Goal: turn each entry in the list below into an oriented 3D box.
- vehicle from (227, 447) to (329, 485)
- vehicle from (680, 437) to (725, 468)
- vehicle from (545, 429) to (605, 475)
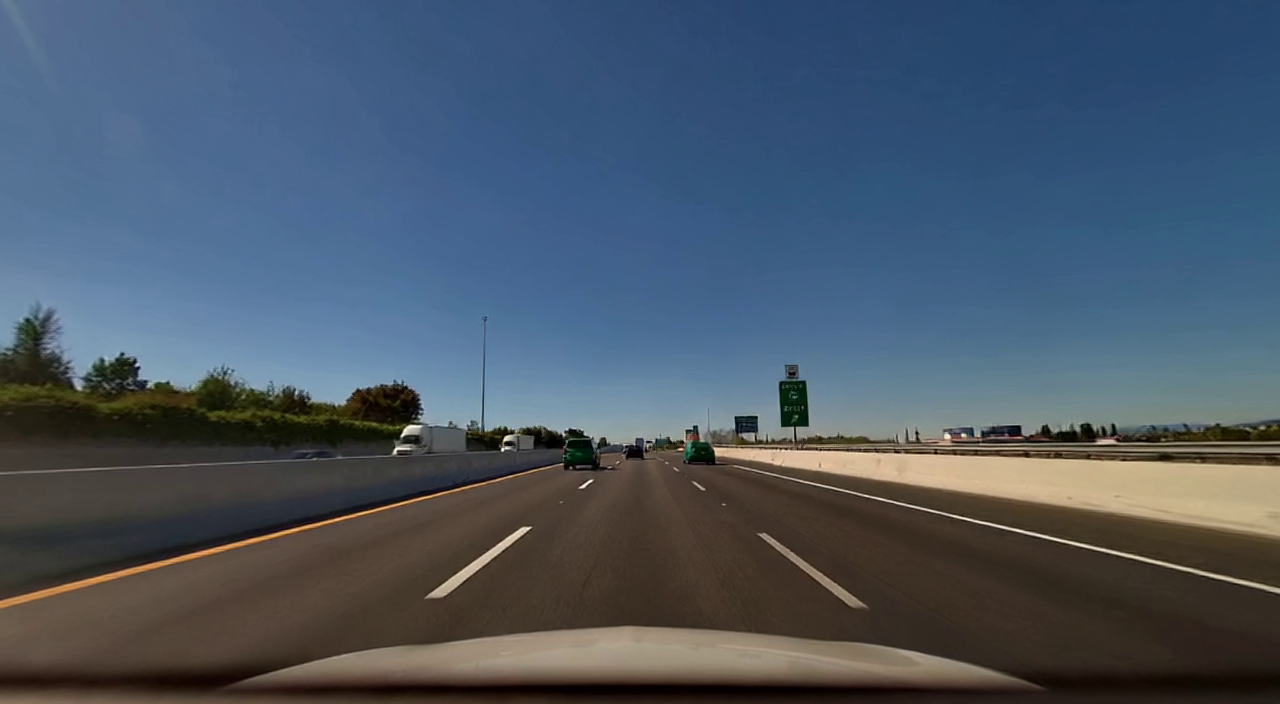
[{"bbox_3d":[-16.555,5.205,28.987,1.945,1.581,4.530,0,-9,1],"label":"vehicle"},{"bbox_3d":[3.557,5.807,36.470,2.202,1.682,4.188,0,-8,0],"label":"vehicle"},{"bbox_3d":[-3.088,4.878,30.849,2.291,2.052,4.887,0,-9,1],"label":"vehicle"}]
